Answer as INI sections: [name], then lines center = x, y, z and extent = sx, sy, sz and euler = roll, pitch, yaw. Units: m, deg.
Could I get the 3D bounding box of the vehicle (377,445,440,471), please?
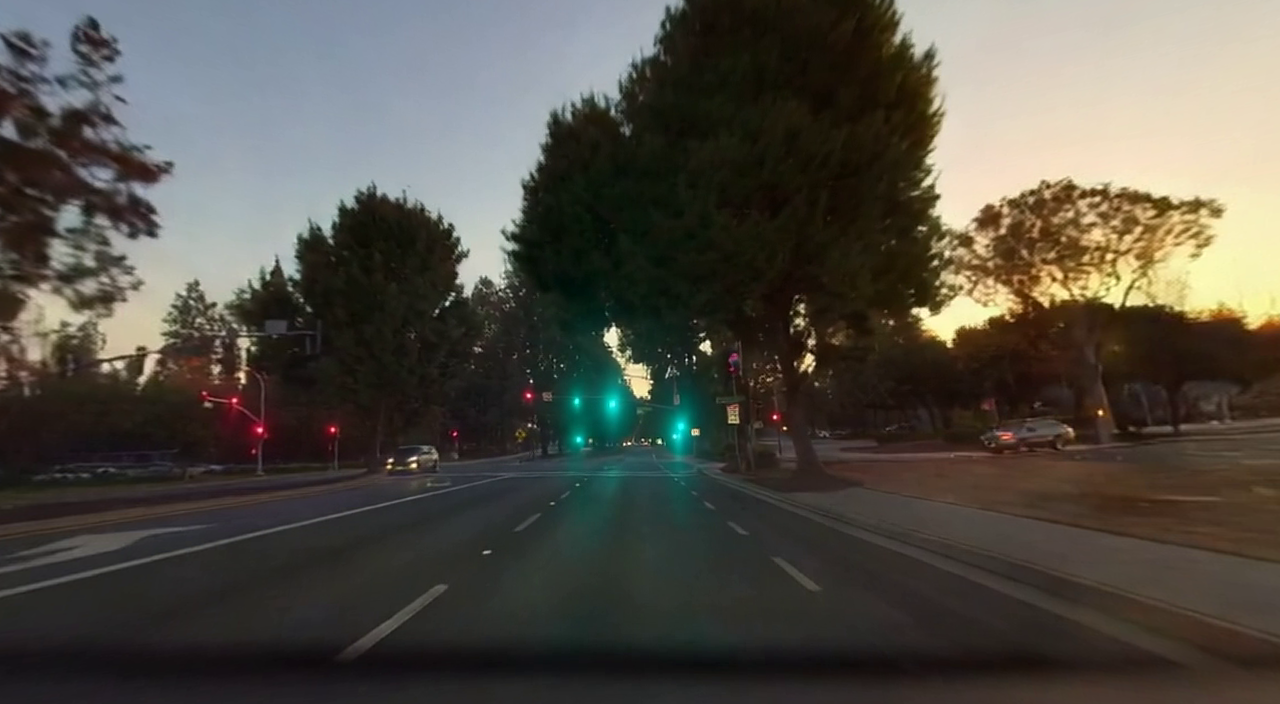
[vehicle]
center = -16.172, 7.339, 44.033
extent = 4.262, 1.733, 2.024
euler = -7, -11, 36
